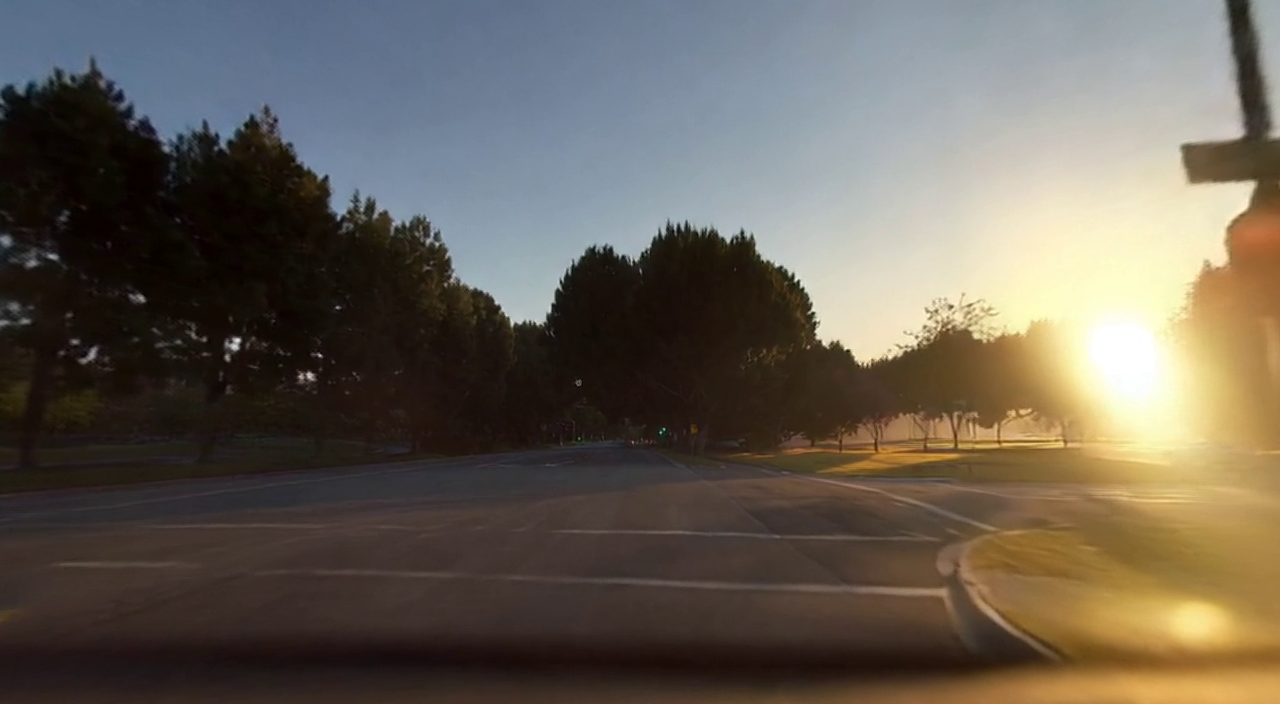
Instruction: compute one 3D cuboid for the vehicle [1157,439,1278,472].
[{"bbox_3d":[28.214,5.061,31.015,1.783,1.461,4.311,0,-8,-2],"label":"vehicle"}]
